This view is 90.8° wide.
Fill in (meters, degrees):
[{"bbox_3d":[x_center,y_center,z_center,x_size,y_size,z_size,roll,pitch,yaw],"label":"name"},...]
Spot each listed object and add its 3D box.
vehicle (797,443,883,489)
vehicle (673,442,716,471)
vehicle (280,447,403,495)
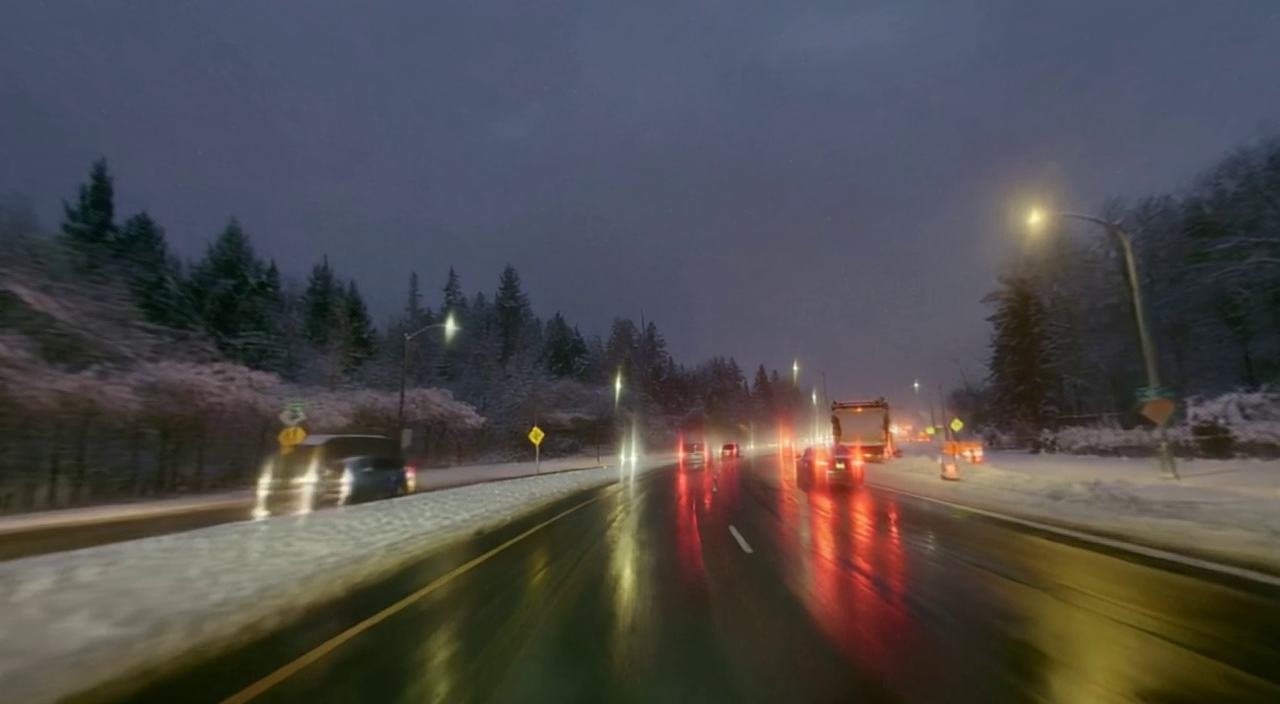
[{"bbox_3d":[7.045,4.029,22.735,2.044,1.474,4.083,-1,-9,5],"label":"vehicle"},{"bbox_3d":[3.387,6.364,38.633,2.201,1.676,4.541,-2,-9,10],"label":"vehicle"},{"bbox_3d":[-10.908,4.351,23.558,1.903,1.593,4.593,-1,-9,7],"label":"vehicle"}]
